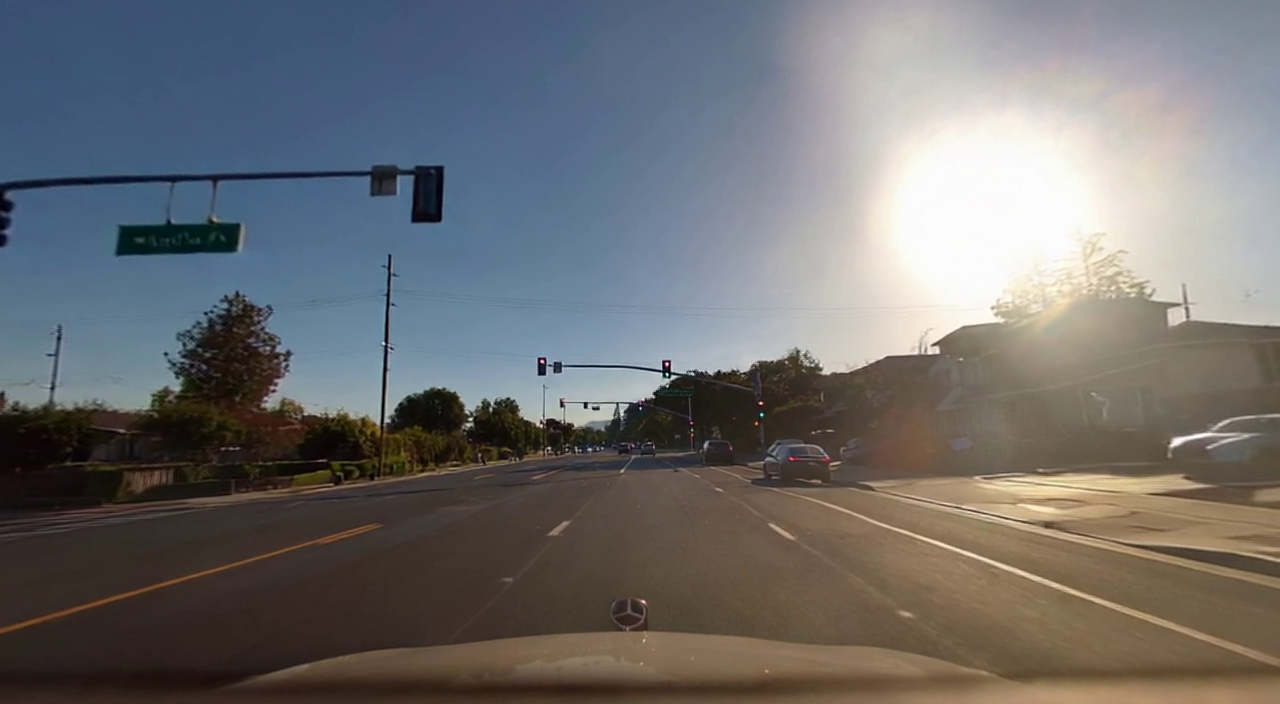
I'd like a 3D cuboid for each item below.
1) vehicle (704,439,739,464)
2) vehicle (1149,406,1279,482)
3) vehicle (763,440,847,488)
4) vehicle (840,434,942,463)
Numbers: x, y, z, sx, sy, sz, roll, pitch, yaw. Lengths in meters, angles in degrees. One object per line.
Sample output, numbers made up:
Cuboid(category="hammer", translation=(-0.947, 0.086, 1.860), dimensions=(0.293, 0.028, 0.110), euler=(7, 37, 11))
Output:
Cuboid(category="vehicle", translation=(6.064, 7.482, 47.509), dimensions=(2.026, 1.754, 4.565), euler=(0, -8, 0))
Cuboid(category="vehicle", translation=(14.480, 2.096, 14.469), dimensions=(3.769, 1.598, 1.987), euler=(0, -8, 0))
Cuboid(category="vehicle", translation=(5.760, 3.947, 22.595), dimensions=(1.855, 1.520, 4.808), euler=(0, -8, 2))
Cuboid(category="vehicle", translation=(12.911, 4.977, 32.566), dimensions=(4.461, 1.461, 1.805), euler=(0, -8, -1))
